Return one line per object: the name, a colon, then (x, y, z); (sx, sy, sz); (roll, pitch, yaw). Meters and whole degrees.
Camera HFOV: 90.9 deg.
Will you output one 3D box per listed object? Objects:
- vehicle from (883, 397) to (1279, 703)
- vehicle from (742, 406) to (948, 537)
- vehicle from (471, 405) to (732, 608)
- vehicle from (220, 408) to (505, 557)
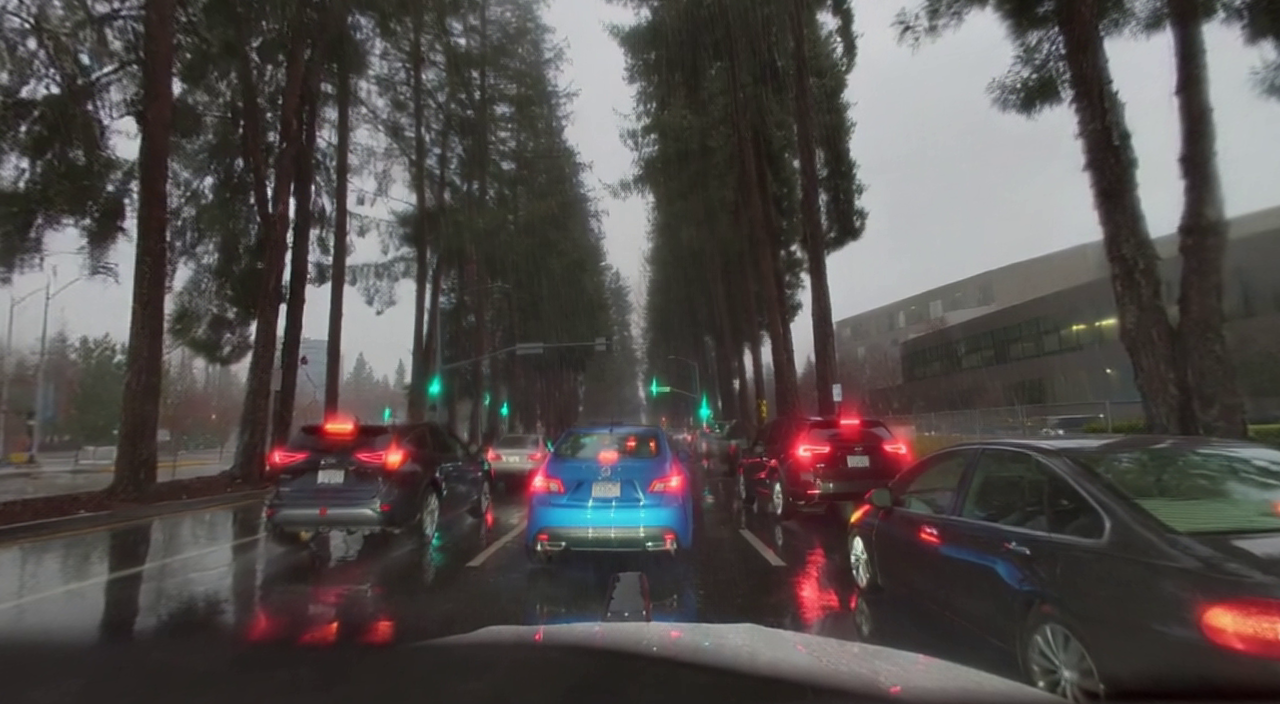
vehicle: (3.245, 1.076, 3.410); (2.045, 1.459, 4.462); (0, -8, -1)
vehicle: (3.344, 2.076, 11.535); (2.117, 1.879, 4.715); (0, -8, -1)
vehicle: (-0.359, 1.584, 7.419); (2.114, 1.631, 4.459); (0, -8, -1)
vehicle: (-3.753, 1.872, 9.794); (2.141, 1.718, 4.809); (0, -8, 1)
